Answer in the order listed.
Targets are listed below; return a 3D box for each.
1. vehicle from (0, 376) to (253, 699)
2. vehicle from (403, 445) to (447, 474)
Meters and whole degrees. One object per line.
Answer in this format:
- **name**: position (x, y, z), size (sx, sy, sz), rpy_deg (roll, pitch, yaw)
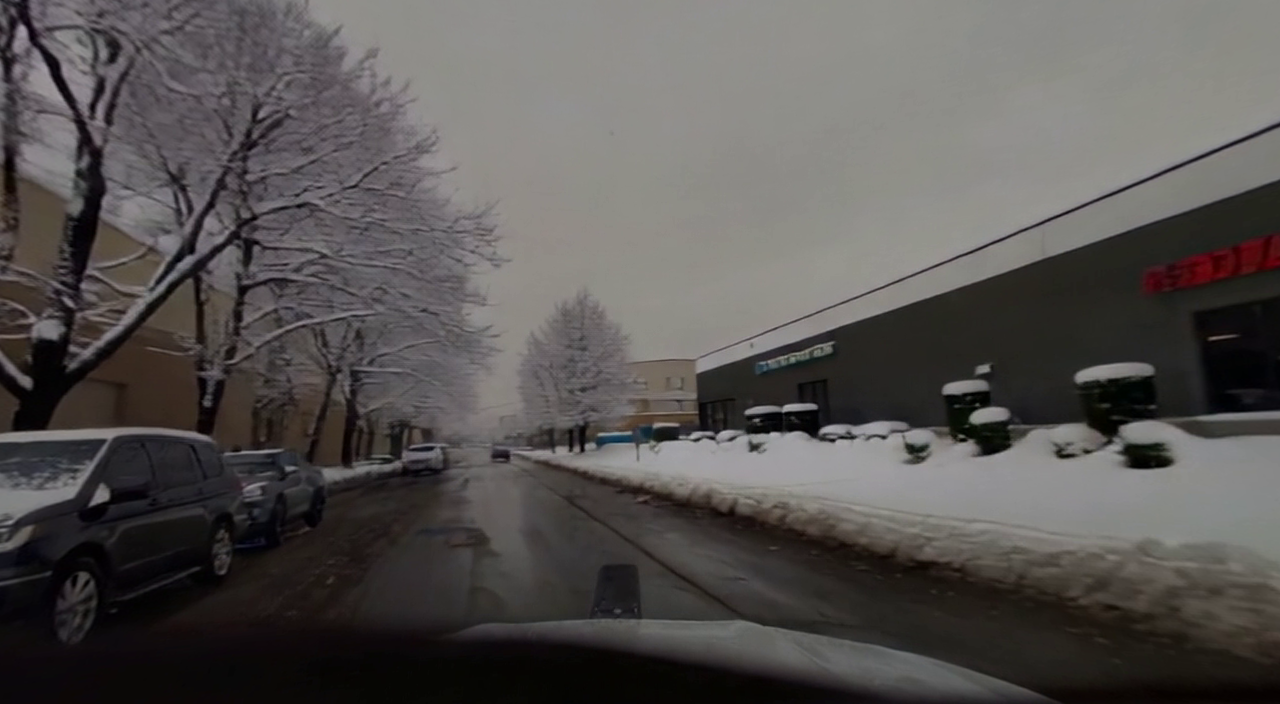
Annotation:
- **vehicle**: position (-4.894, 1.323, 4.982), size (1.902, 1.712, 4.729), rpy_deg (-1, -9, -16)
- **vehicle**: position (-12.984, 6.538, 38.218), size (2.040, 1.501, 4.440), rpy_deg (-2, -9, -13)
